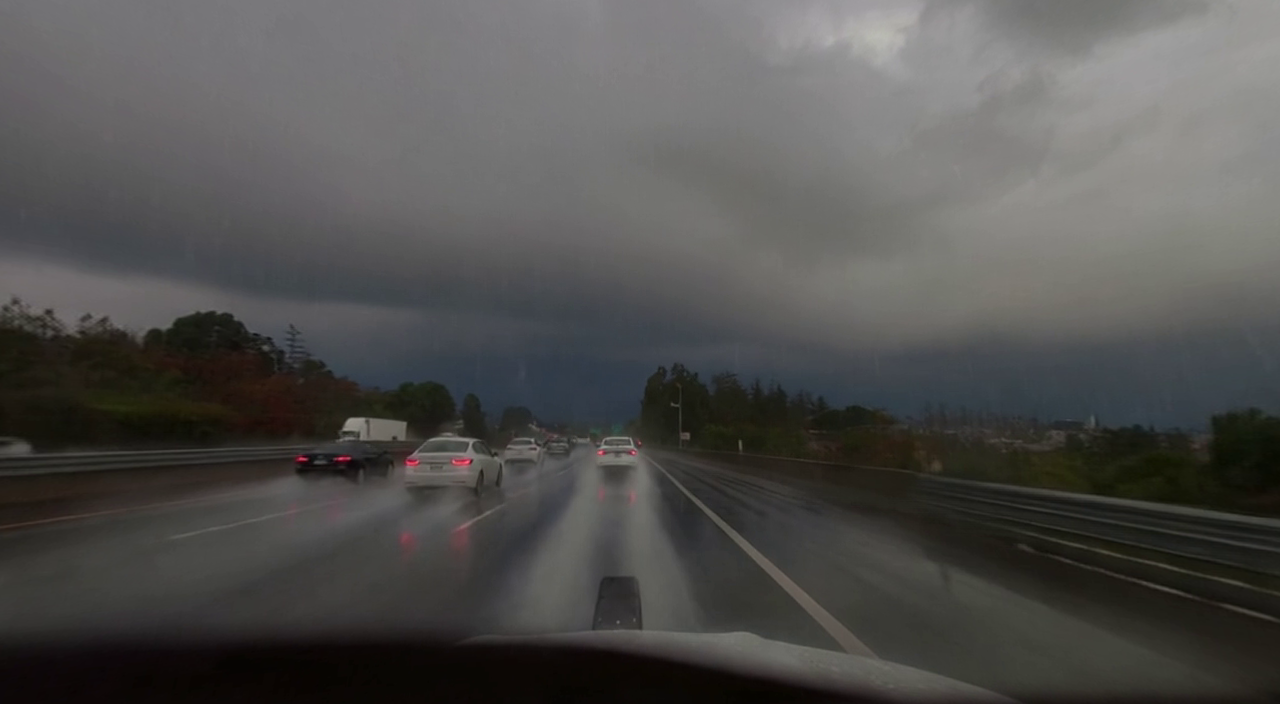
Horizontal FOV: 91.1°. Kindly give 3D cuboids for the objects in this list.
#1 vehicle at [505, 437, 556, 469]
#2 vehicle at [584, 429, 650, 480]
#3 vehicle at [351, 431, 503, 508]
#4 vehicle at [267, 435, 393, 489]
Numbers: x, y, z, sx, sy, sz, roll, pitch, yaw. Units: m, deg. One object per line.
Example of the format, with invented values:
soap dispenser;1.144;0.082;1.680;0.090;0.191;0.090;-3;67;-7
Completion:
vehicle;-5.276;4.897;30.762;1.835;1.432;3.835;0;-8;0
vehicle;-0.798;3.641;22.747;2.178;1.658;3.916;0;-8;-1
vehicle;-4.577;2.558;14.313;1.971;1.464;4.386;0;-8;0
vehicle;-9.295;3.285;19.248;1.850;1.439;3.932;0;-8;0
